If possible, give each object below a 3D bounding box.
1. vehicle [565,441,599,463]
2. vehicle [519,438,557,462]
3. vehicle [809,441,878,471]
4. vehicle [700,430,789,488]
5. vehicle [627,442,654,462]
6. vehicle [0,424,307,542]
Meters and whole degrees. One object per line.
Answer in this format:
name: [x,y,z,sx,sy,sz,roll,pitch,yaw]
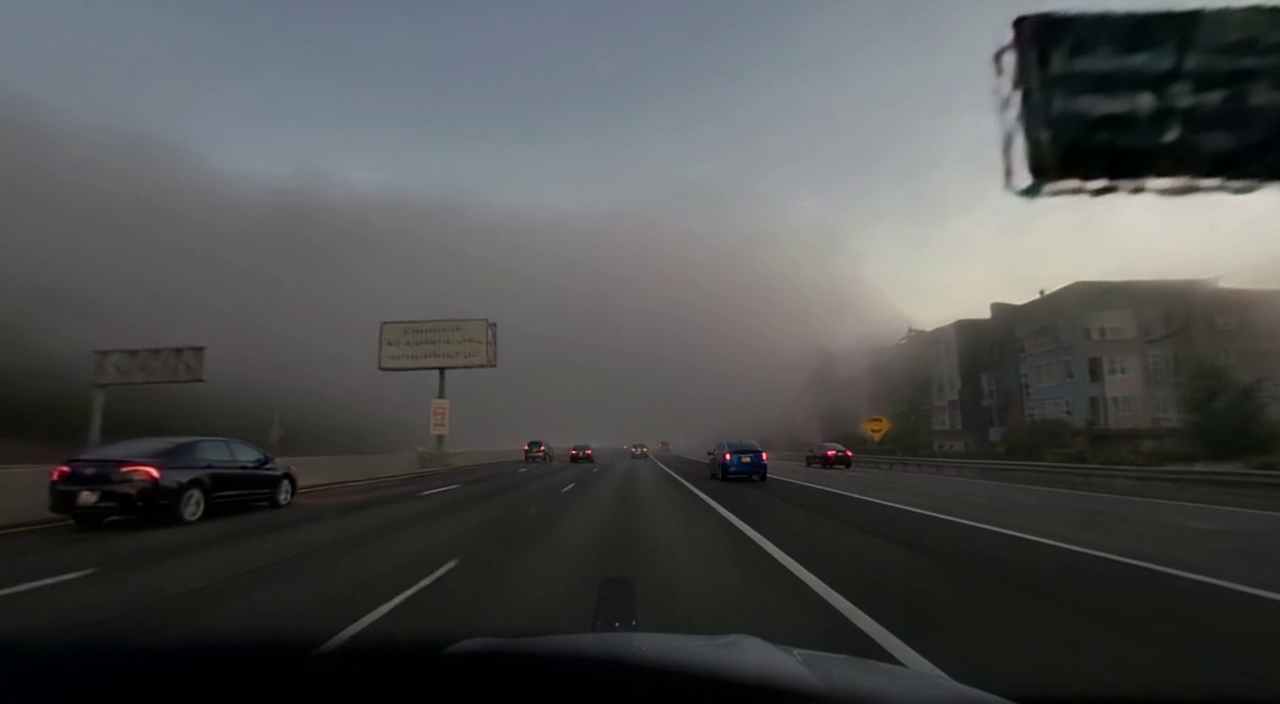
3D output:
vehicle: [-3.995,6.988,44.254,2.002,1.466,4.378,0,-9,0]
vehicle: [-7.712,7.441,48.210,2.057,1.733,4.589,0,-9,1]
vehicle: [10.591,5.427,33.228,2.061,1.459,4.273,0,-9,-2]
vehicle: [3.320,3.514,20.987,2.080,1.694,4.286,0,-9,-2]
vehicle: [0.015,7.572,48.026,1.992,1.431,4.055,0,-9,-1]
vehicle: [-7.718,2.022,10.389,2.021,1.496,4.495,0,-9,0]
